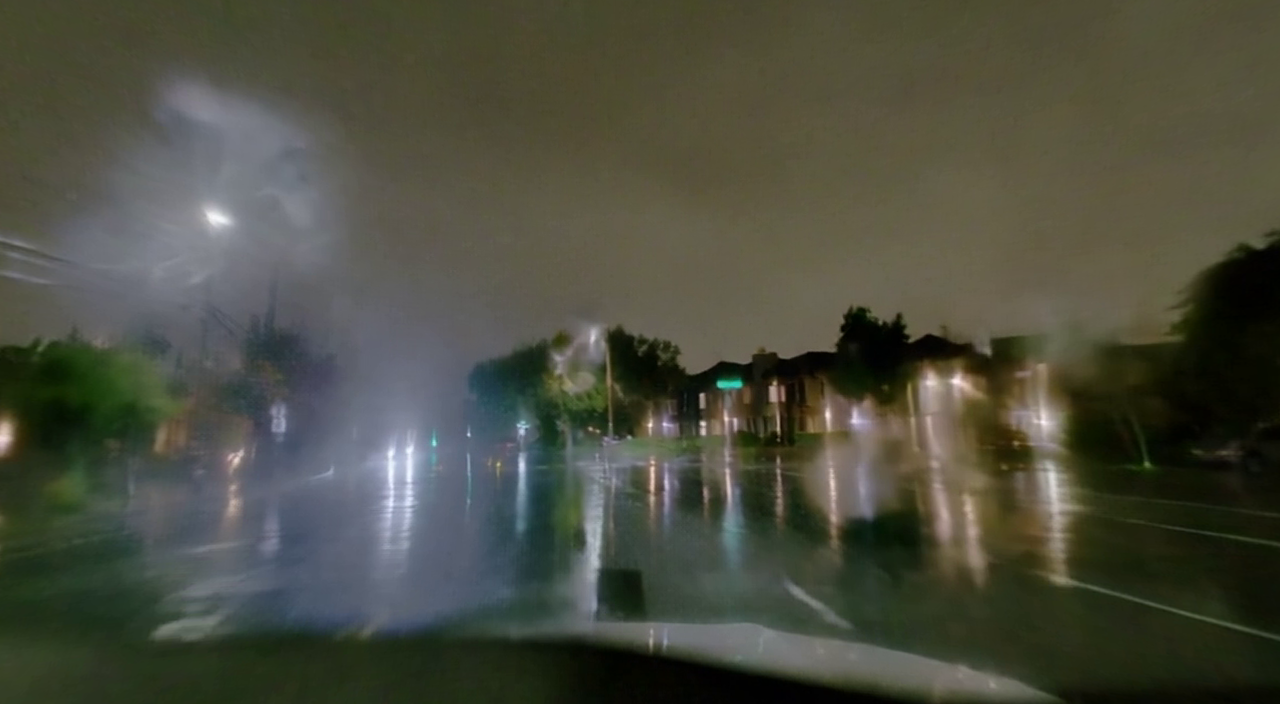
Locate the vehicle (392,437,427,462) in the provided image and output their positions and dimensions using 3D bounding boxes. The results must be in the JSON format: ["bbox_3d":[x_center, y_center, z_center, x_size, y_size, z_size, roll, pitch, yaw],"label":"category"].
[{"bbox_3d":[-17.634,7.445,48.268,2.247,1.801,4.672,3,-9,-22],"label":"vehicle"}]
